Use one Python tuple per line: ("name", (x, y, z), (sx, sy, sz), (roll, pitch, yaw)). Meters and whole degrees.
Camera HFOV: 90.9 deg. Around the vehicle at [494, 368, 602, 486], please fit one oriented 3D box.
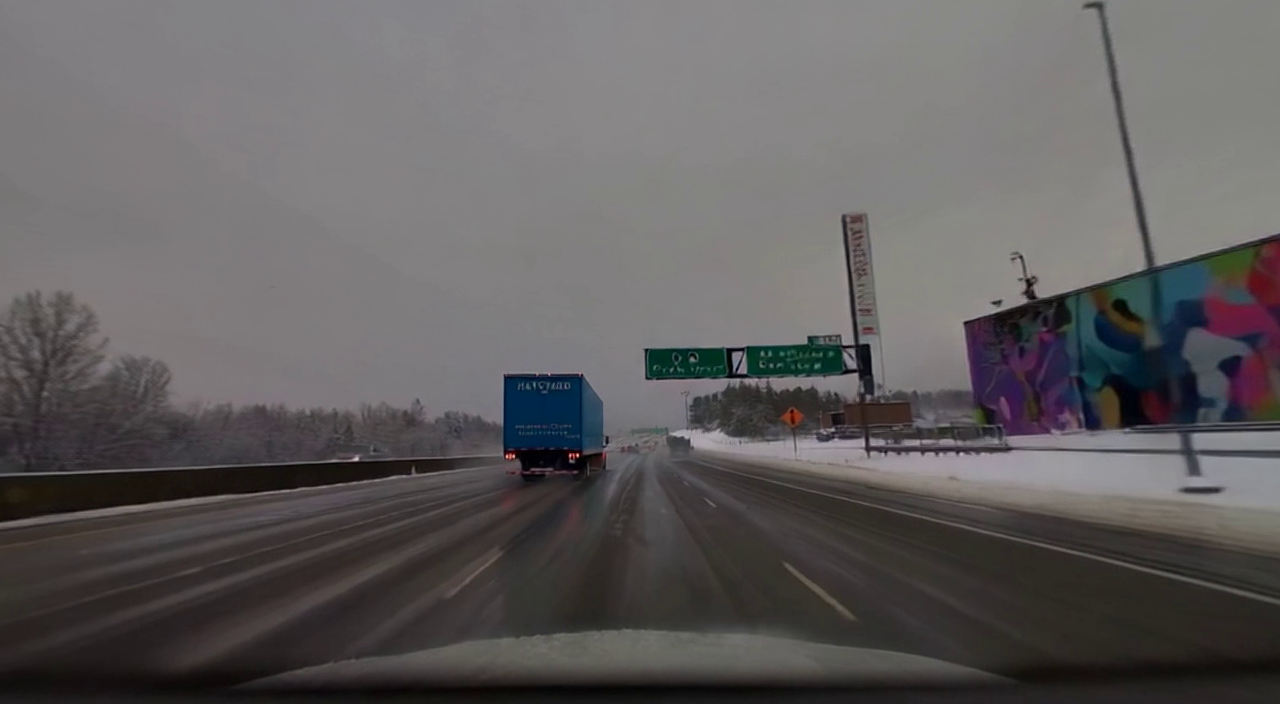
("vehicle", (-3.432, 3.126, 26.208), (2.977, 4.048, 8.890), (0, -7, 1))
